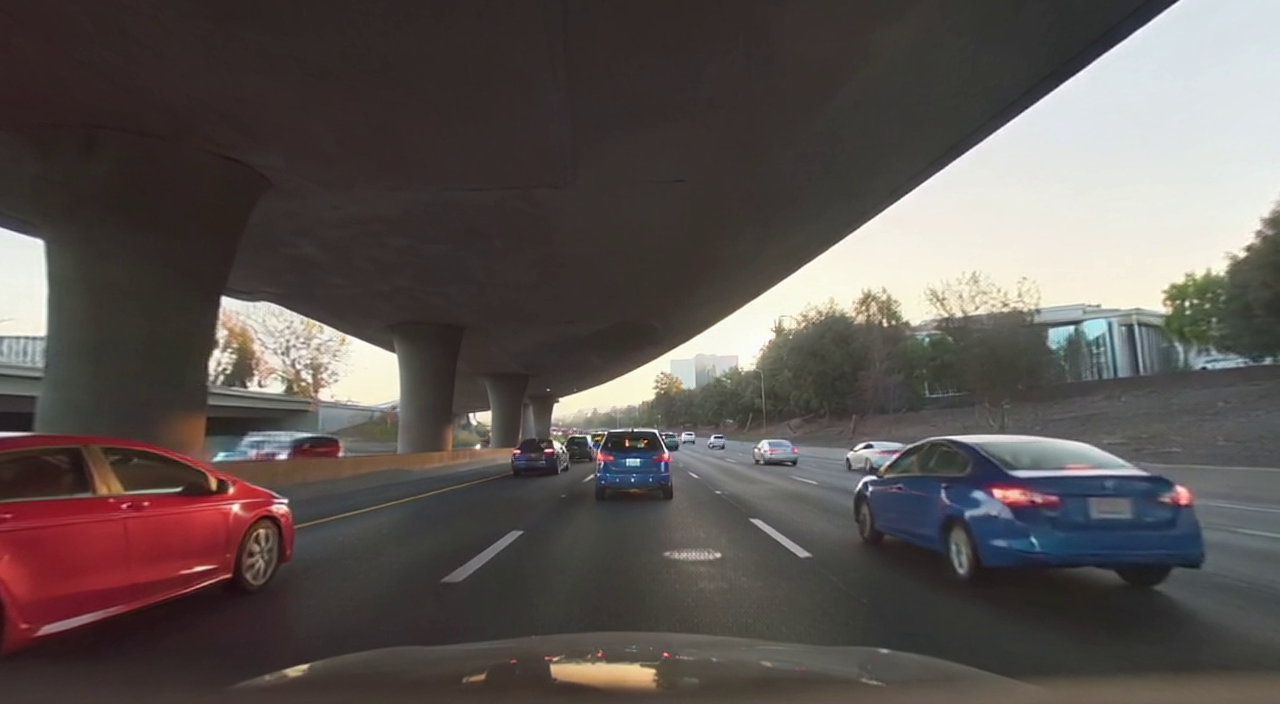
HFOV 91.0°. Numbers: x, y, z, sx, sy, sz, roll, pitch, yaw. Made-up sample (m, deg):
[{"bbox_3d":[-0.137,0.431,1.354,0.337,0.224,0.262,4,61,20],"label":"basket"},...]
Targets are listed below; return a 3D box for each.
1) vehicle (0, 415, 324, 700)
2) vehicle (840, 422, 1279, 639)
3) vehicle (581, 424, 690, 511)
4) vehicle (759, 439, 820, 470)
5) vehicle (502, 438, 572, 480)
[{"bbox_3d":[-4.334,1.228,4.335,1.974,1.478,4.412,0,-9,1],"label":"vehicle"},{"bbox_3d":[3.906,1.595,6.750,2.031,1.492,4.577,0,-9,0],"label":"vehicle"},{"bbox_3d":[-0.060,2.617,14.670,2.181,1.697,4.021,0,-9,1],"label":"vehicle"},{"bbox_3d":[7.784,5.384,33.212,2.049,1.521,4.604,0,-9,0],"label":"vehicle"},{"bbox_3d":[-3.967,4.196,24.965,1.947,1.516,4.295,0,-9,1],"label":"vehicle"}]
